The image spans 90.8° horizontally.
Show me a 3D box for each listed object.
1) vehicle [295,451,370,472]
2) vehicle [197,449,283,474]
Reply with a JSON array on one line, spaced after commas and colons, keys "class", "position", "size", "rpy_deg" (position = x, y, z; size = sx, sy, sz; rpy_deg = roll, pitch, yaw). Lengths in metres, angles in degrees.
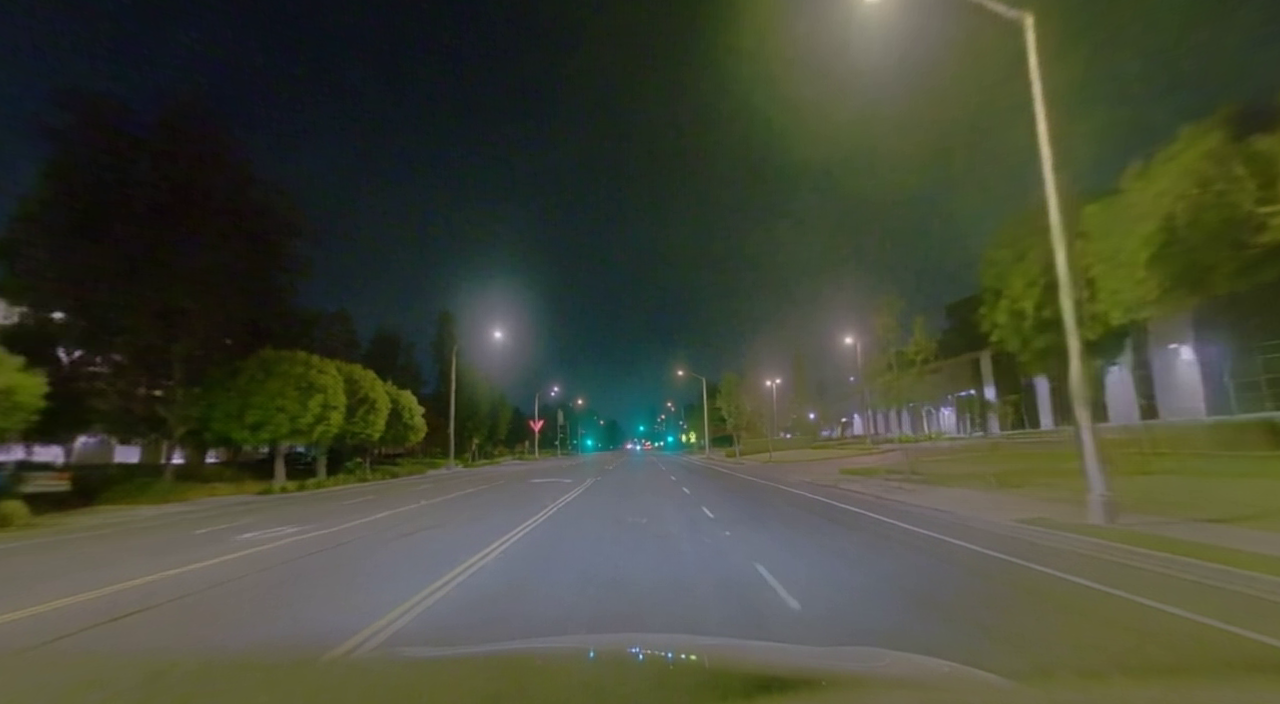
[{"class": "vehicle", "position": [-23.211, 8.261, 47.802], "size": [4.686, 1.495, 1.879], "rpy_deg": [0, -9, 1]}, {"class": "vehicle", "position": [-28.301, 7.742, 44.783], "size": [4.626, 1.753, 2.054], "rpy_deg": [0, -9, 0]}]
